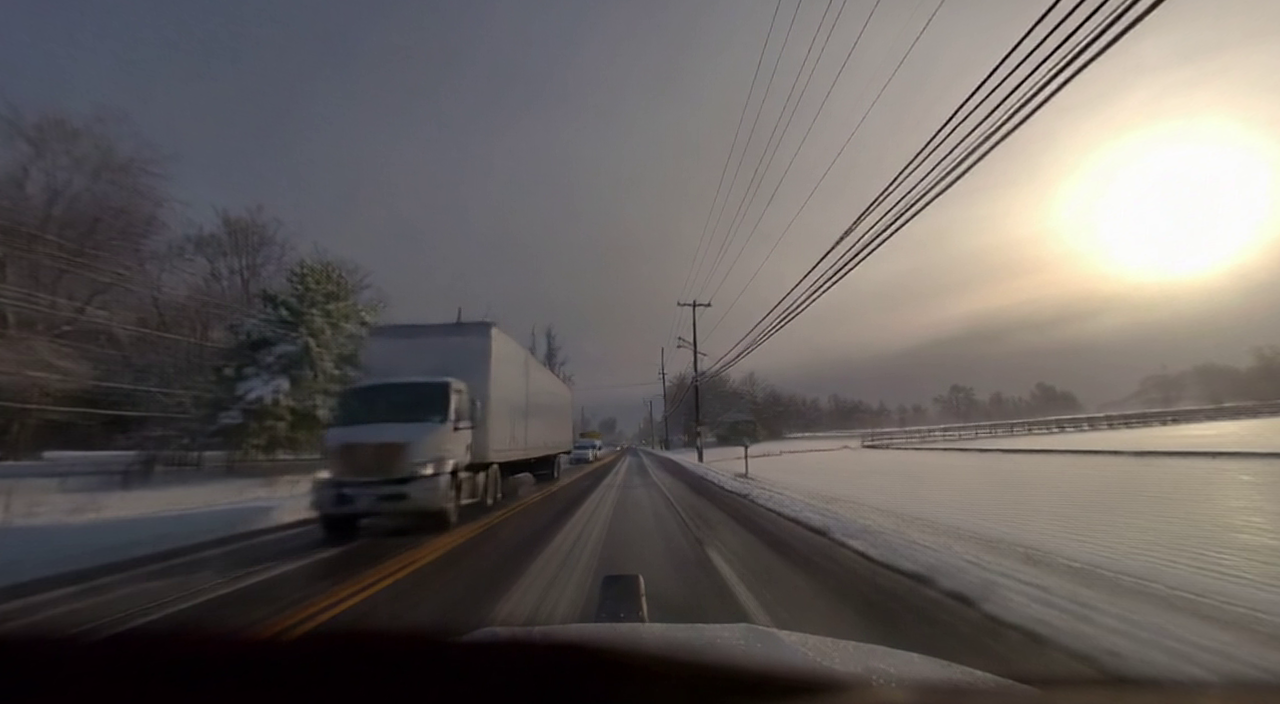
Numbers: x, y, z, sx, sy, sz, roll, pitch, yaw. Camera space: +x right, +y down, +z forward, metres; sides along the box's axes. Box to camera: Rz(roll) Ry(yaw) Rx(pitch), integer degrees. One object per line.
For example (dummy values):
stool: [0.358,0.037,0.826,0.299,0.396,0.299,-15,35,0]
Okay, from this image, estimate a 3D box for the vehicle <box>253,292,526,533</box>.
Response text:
vehicle: [-4.774,1.465,13.816,3.544,4.103,5.897,-1,-10,-1]
